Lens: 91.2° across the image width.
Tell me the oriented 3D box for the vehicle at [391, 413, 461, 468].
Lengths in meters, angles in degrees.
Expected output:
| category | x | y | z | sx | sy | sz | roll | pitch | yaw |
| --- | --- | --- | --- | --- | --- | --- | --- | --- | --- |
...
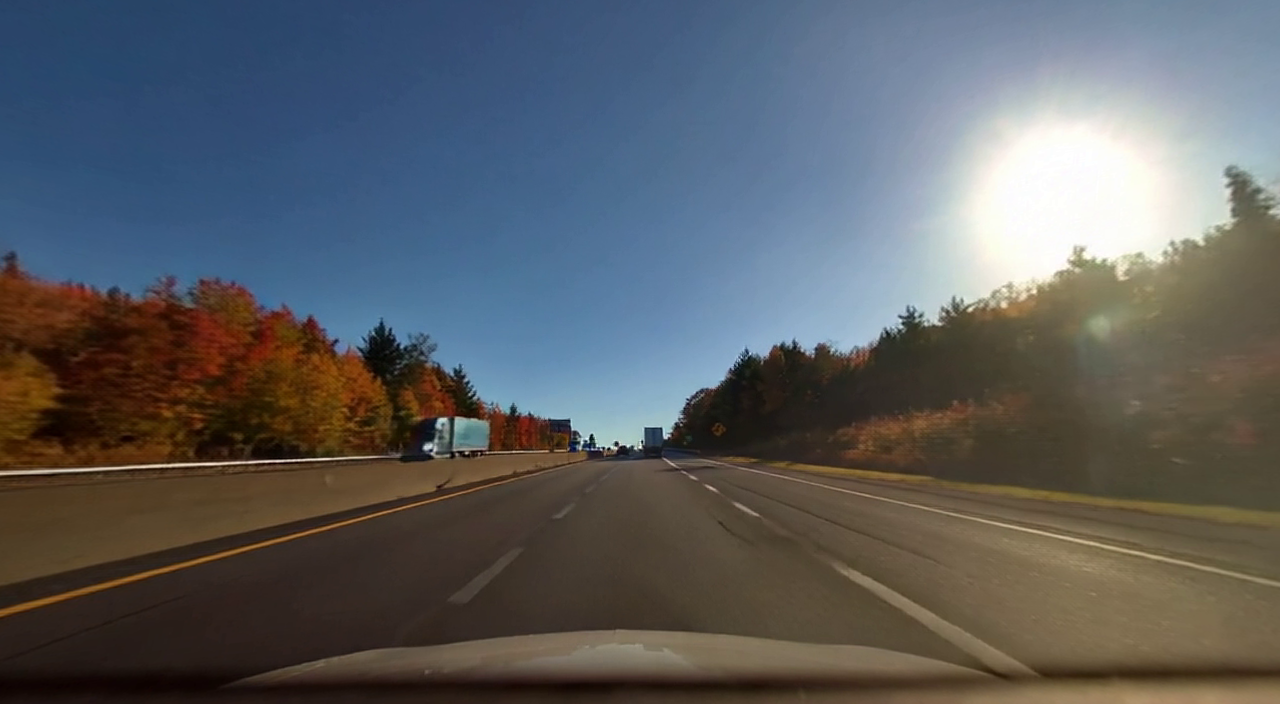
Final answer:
| category | x | y | z | sx | sy | sz | roll | pitch | yaw |
| --- | --- | --- | --- | --- | --- | --- | --- | --- | --- |
| vehicle | -16.061 | 6.742 | 47.562 | 2.997 | 3.843 | 5.945 | -1 | -9 | 1 |
